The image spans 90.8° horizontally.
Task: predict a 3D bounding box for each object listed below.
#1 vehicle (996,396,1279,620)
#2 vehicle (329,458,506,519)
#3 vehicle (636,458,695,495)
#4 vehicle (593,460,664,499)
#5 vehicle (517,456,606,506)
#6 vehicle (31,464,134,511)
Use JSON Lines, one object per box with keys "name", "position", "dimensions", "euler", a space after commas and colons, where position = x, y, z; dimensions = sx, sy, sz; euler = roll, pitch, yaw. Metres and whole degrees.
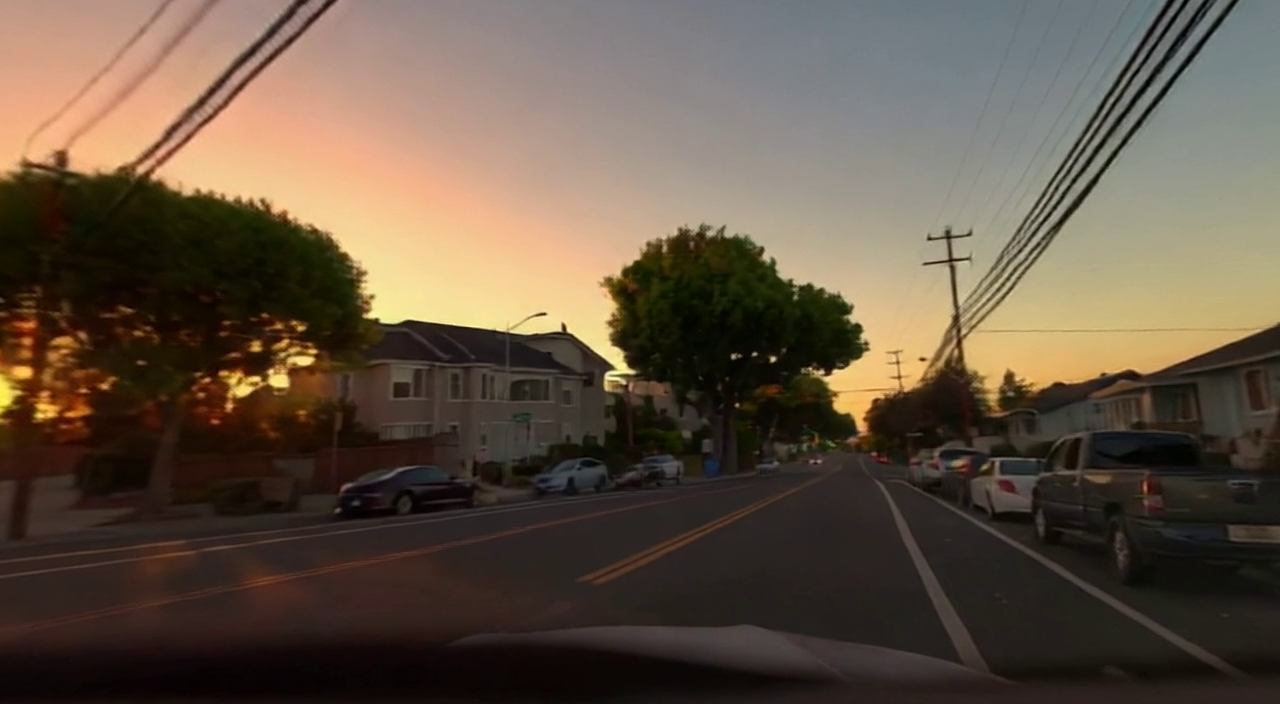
{"name": "vehicle", "position": [6.382, 1.694, 7.971], "dimensions": [2.199, 1.885, 5.461], "euler": [-3, -9, 19]}
{"name": "vehicle", "position": [-6.362, 4.014, 18.872], "dimensions": [2.136, 1.431, 5.197], "euler": [-8, -13, 19]}
{"name": "vehicle", "position": [1.733, 7.864, 40.308], "dimensions": [2.282, 2.060, 5.738], "euler": [-3, -9, 18]}
{"name": "vehicle", "position": [-0.509, 6.914, 34.723], "dimensions": [2.089, 1.837, 5.499], "euler": [-3, -9, 19]}
{"name": "vehicle", "position": [-3.218, 5.417, 26.989], "dimensions": [1.937, 1.837, 4.414], "euler": [-3, -9, 20]}
{"name": "vehicle", "position": [-23.544, 5.675, 26.887], "dimensions": [1.989, 1.683, 3.918], "euler": [3, -9, -22]}
